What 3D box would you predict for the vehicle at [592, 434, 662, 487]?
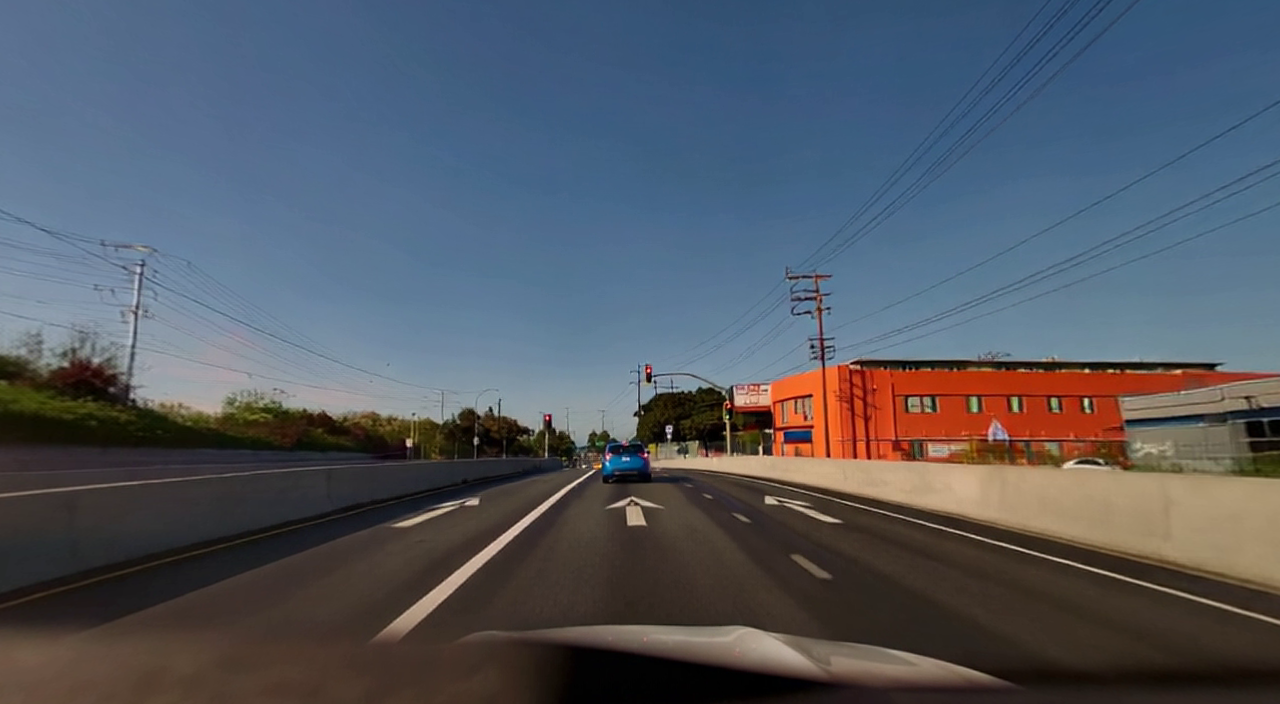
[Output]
[{"bbox_3d":[-0.440,3.542,20.978,2.123,1.566,3.662,0,-8,-1],"label":"vehicle"}]
